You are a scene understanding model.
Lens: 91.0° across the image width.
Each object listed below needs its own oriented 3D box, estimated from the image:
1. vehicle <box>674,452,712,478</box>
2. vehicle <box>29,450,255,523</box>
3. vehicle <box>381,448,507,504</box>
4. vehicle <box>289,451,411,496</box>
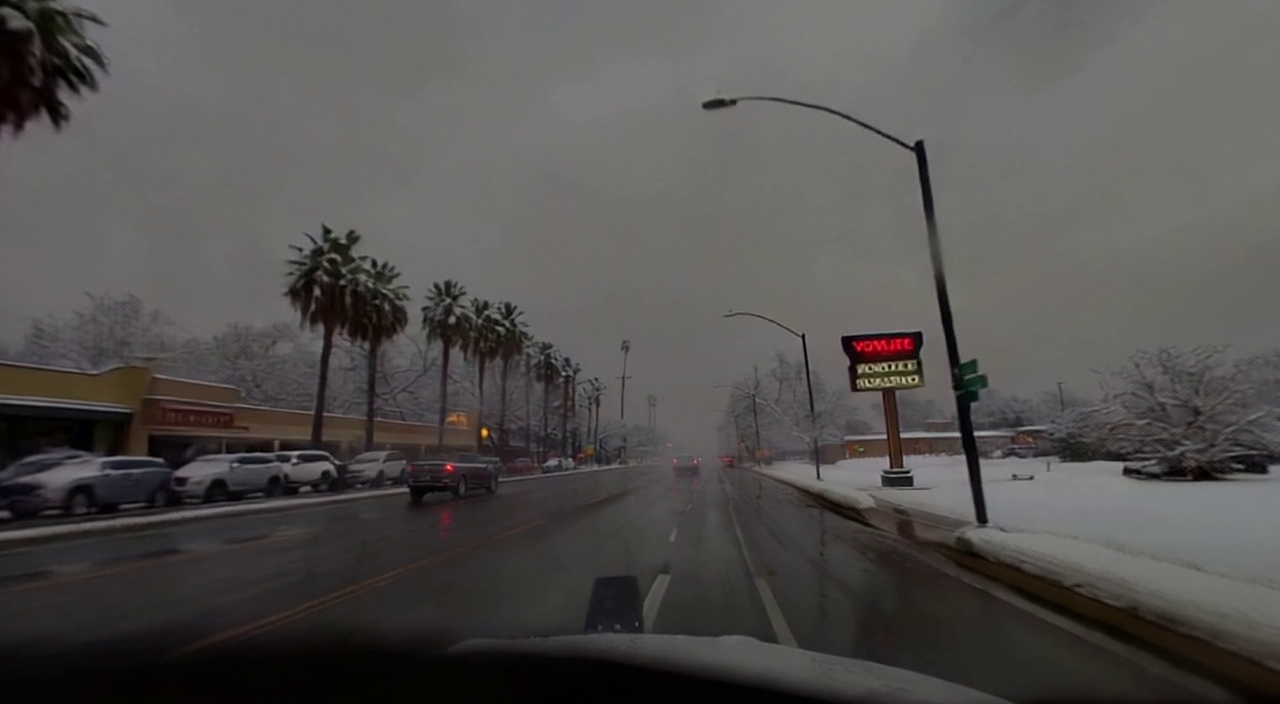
[{"bbox_3d":[3.398,7.097,39.700,2.139,1.461,4.918,-1,-9,8],"label":"vehicle"},{"bbox_3d":[-11.606,3.106,15.137,1.776,1.448,4.137,-1,-9,6],"label":"vehicle"},{"bbox_3d":[-5.870,3.747,19.548,2.090,1.520,4.452,-1,-9,6],"label":"vehicle"},{"bbox_3d":[-10.796,4.520,23.914,1.981,1.493,4.721,-1,-9,6],"label":"vehicle"}]
